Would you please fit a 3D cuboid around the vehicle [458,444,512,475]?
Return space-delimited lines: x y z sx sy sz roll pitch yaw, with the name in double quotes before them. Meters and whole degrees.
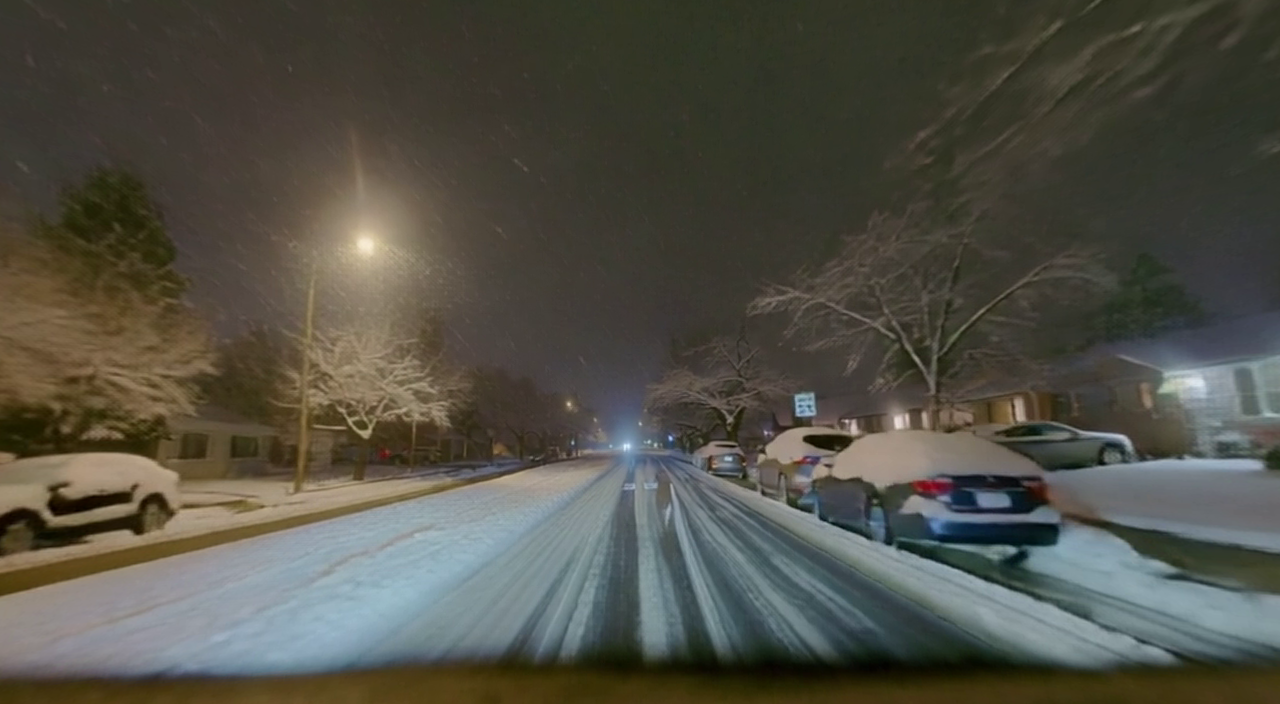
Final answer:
"vehicle" -10.745 7.524 44.302 2.338 1.871 5.795 -3 -9 0

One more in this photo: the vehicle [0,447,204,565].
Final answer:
"vehicle" -10.765 2.667 11.433 2.093 1.767 5.120 -1 -9 0

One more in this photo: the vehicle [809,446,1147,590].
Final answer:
"vehicle" 4.126 2.070 8.979 2.087 1.454 4.914 0 -8 0

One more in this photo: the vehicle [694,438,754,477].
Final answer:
"vehicle" 4.132 5.291 31.883 2.254 1.812 4.817 0 -8 -1

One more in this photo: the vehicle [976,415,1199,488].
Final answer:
"vehicle" 11.947 2.697 17.153 4.415 1.705 1.914 -3 -9 4
